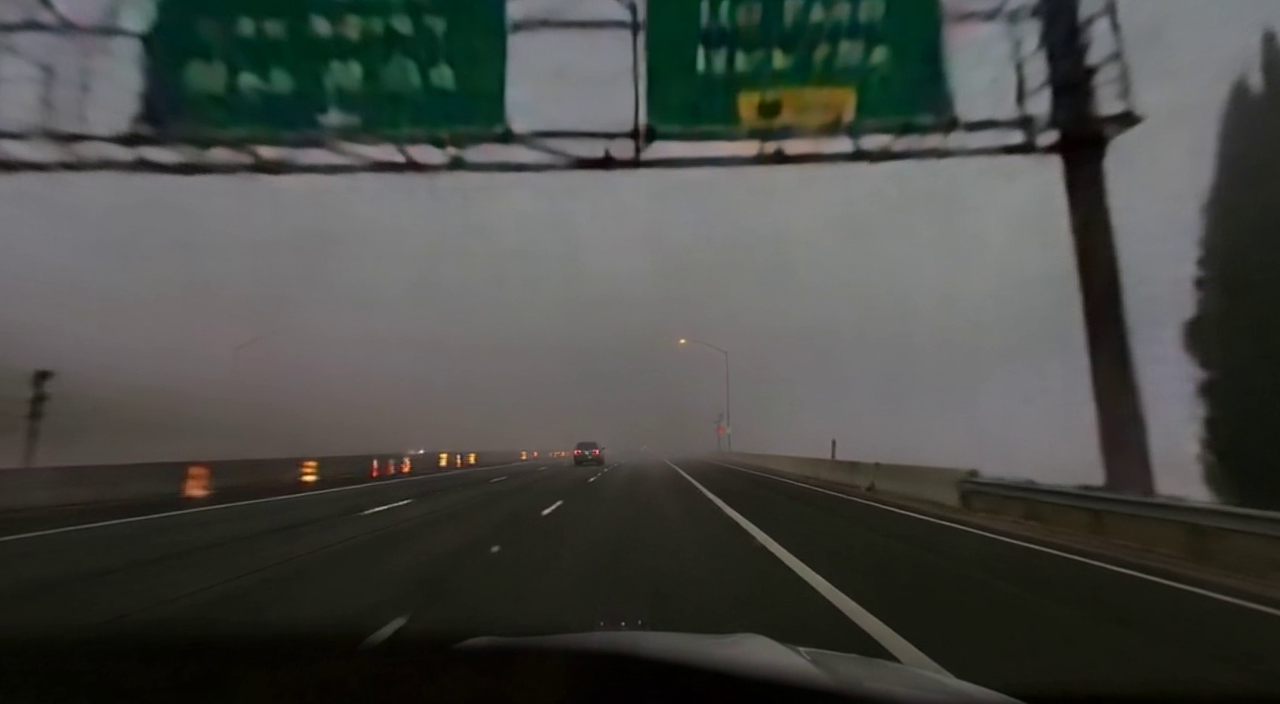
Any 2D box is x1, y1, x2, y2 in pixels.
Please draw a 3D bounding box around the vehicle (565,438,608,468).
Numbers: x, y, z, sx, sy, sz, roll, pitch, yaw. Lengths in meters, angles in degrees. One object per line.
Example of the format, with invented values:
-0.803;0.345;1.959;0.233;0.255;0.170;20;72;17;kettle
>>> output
-3.034;5.894;36.740;2.078;1.629;4.059;0;-8;1;vehicle
